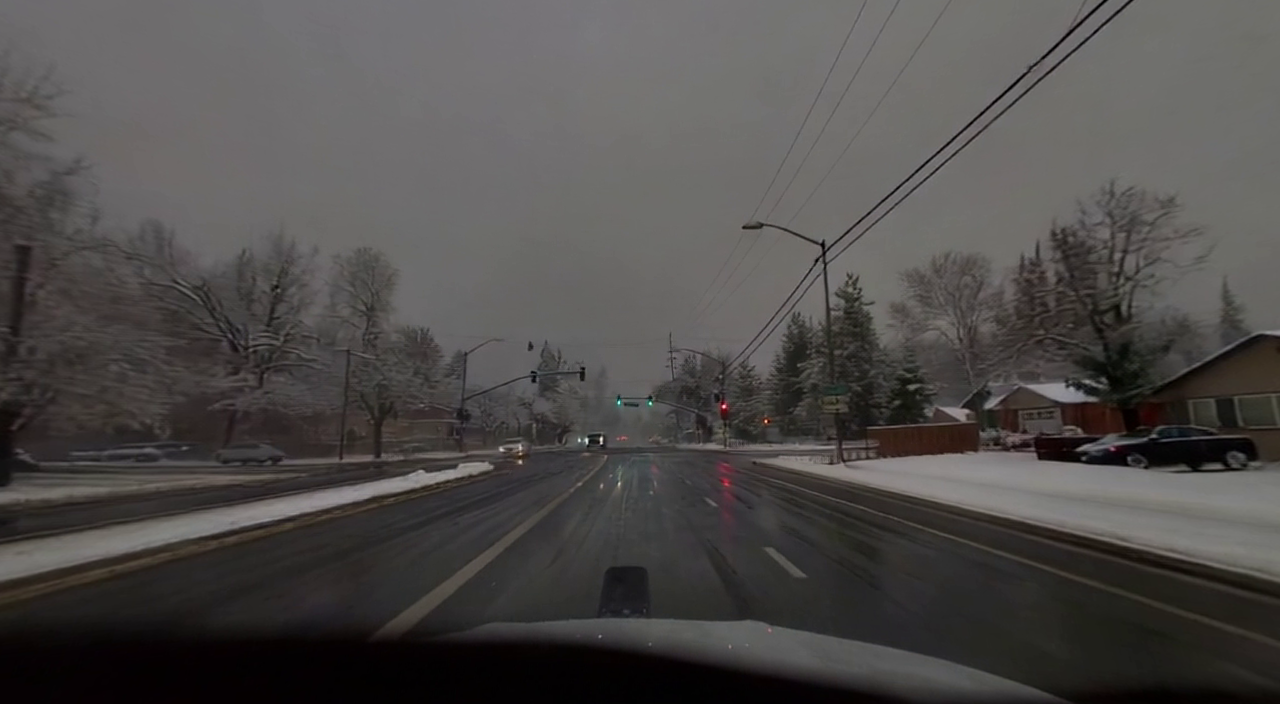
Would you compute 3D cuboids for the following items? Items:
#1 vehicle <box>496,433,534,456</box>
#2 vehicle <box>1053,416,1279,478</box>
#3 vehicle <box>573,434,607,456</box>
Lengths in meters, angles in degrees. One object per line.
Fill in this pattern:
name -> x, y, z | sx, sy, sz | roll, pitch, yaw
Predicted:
vehicle -> -9.641, 7.202, 48.857 | 2.098, 1.695, 4.475 | 0, -8, -1
vehicle -> 15.046, 2.724, 18.245 | 4.625, 1.467, 1.991 | -3, -8, 3
vehicle -> -3.492, 6.651, 45.099 | 2.085, 1.460, 4.516 | 0, -8, 0
